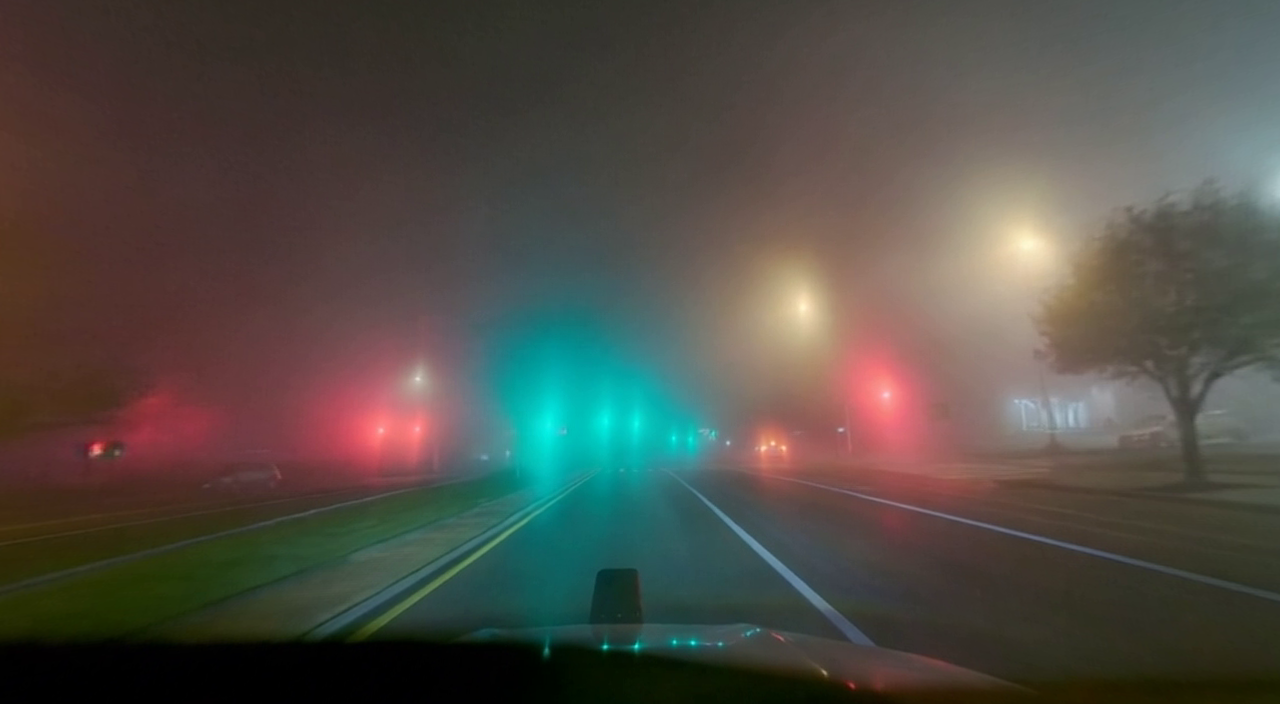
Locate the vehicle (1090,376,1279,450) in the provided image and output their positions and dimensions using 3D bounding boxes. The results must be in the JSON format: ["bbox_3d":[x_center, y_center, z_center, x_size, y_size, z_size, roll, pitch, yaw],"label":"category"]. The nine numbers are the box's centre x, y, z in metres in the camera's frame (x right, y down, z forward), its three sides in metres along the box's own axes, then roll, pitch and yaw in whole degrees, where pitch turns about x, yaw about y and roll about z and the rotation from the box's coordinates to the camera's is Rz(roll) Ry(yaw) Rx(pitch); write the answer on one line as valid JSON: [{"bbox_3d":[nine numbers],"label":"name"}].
[{"bbox_3d":[25.895,2.937,29.737,6.866,3.124,2.718,-3,-9,8],"label":"vehicle"}]

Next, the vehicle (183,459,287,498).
[{"bbox_3d":[-19.334,6.043,30.432,2.010,1.504,4.820,-5,-10,-2],"label":"vehicle"}]

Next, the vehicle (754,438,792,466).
[{"bbox_3d":[10.076,7.645,48.214,2.101,1.957,4.718,-1,-10,3],"label":"vehicle"}]
